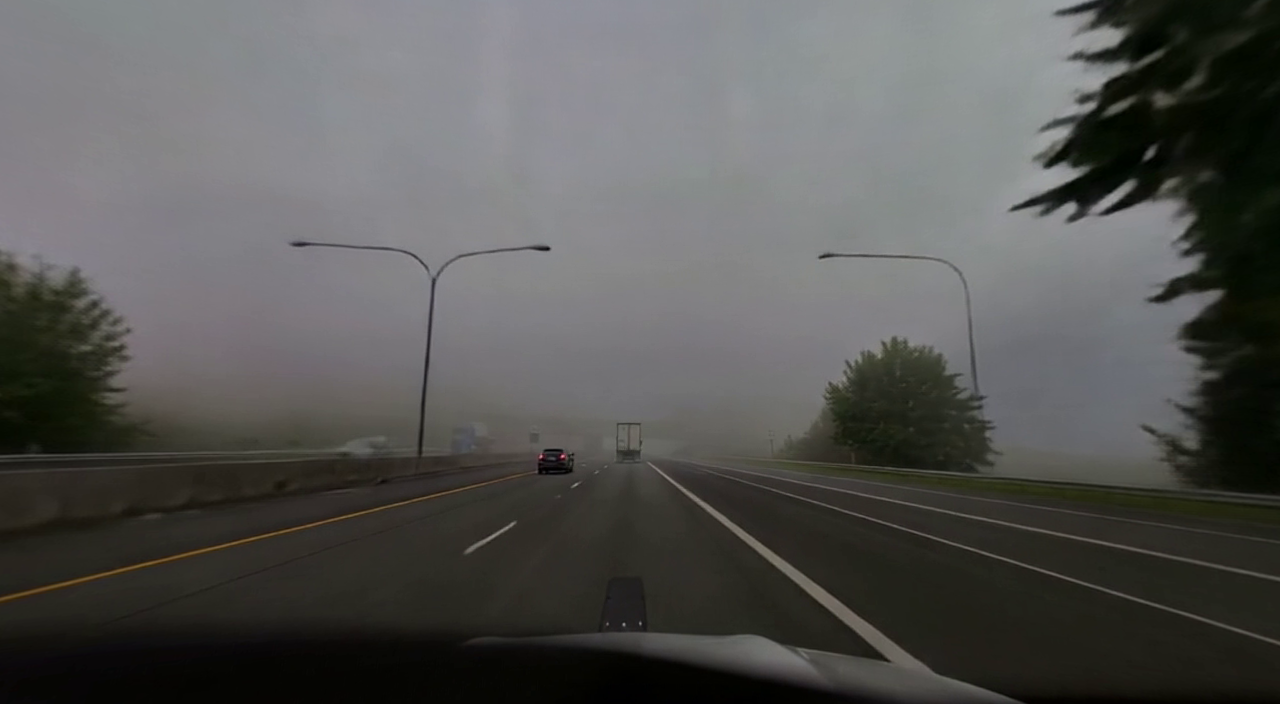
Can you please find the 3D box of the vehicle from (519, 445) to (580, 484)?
[{"bbox_3d":[-3.900,4.913,27.823,2.042,1.526,4.516,0,-9,0],"label":"vehicle"}]

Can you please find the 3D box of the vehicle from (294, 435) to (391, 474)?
[{"bbox_3d":[-12.585,4.381,27.050,1.939,1.504,4.721,0,-9,-1],"label":"vehicle"}]
